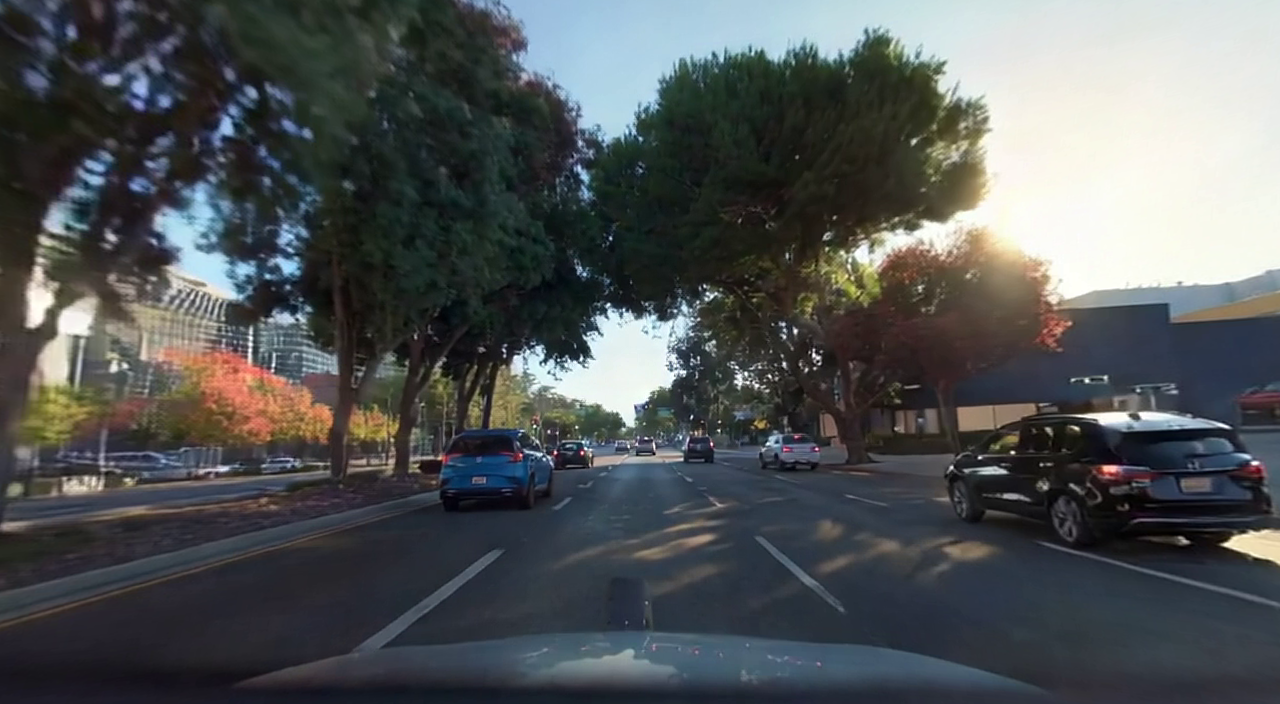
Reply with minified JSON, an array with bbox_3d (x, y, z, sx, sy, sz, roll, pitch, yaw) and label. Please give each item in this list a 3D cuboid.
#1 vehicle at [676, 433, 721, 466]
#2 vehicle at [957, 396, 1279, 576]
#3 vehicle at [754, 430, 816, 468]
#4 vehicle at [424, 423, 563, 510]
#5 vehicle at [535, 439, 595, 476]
[{"bbox_3d":[3.418,5.823,37.635,2.178,1.804,4.766,0,-8,0],"label":"vehicle"},{"bbox_3d":[6.281,1.578,8.177,2.088,1.666,4.512,-1,-9,2],"label":"vehicle"},{"bbox_3d":[7.383,5.010,32.505,2.076,1.793,4.464,0,-9,0],"label":"vehicle"},{"bbox_3d":[-3.213,2.631,14.898,2.141,1.719,4.379,0,-9,1],"label":"vehicle"},{"bbox_3d":[-3.261,4.672,28.120,2.036,1.465,4.301,-1,-9,2],"label":"vehicle"}]
